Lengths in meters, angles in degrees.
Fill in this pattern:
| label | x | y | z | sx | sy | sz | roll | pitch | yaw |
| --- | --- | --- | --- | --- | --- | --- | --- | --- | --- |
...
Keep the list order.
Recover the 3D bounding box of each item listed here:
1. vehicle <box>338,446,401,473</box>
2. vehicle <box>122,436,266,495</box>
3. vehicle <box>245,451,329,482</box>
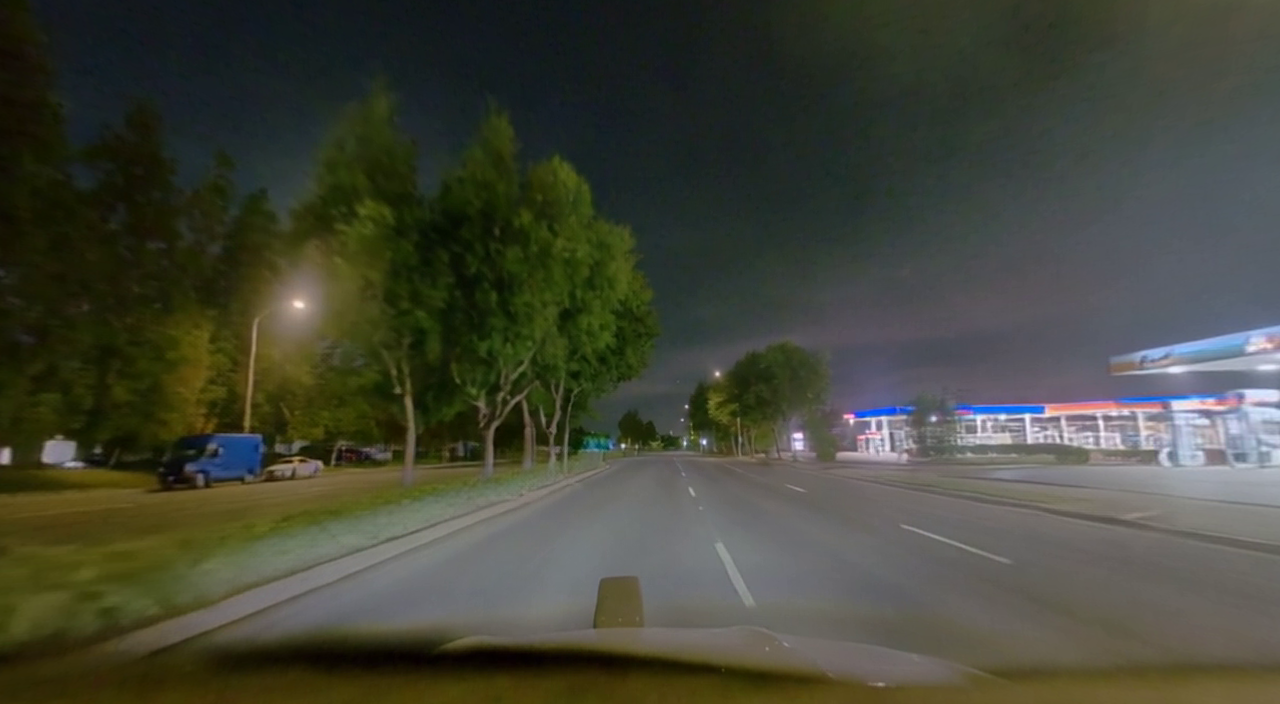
| label | x | y | z | sx | sy | sz | roll | pitch | yaw |
| --- | --- | --- | --- | --- | --- | --- | --- | --- | --- |
| vehicle | -18.495 | 7.345 | 43.511 | 1.906 | 1.744 | 5.165 | -1 | -8 | 1 |
| vehicle | -18.980 | 4.784 | 27.334 | 2.216 | 2.161 | 5.522 | -3 | -8 | 0 |
| vehicle | -18.682 | 6.071 | 33.716 | 1.829 | 1.462 | 4.463 | -1 | -8 | 1 |
